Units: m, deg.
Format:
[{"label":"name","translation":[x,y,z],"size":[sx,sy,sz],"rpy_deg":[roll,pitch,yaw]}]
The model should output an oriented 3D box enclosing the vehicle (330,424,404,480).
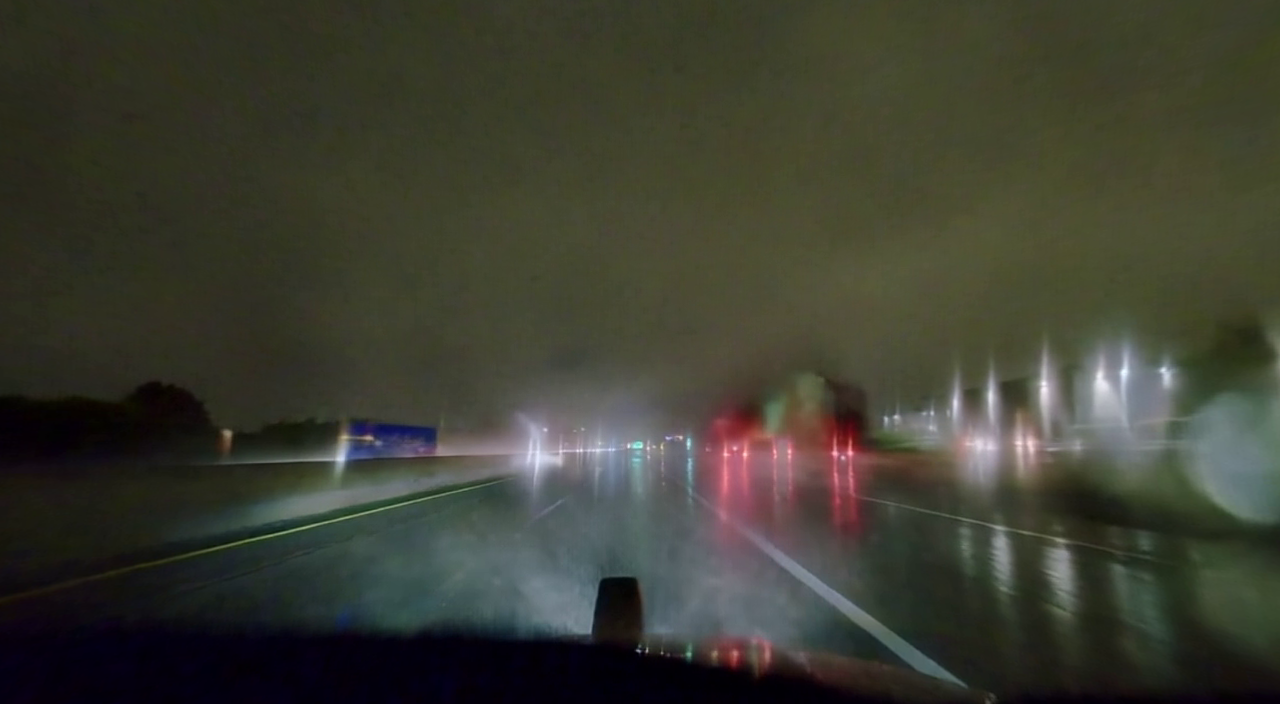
[{"label":"vehicle","translation":[-20.543,7.543,47.726],"size":[2.942,3.931,5.873],"rpy_deg":[-1,-9,0]}]
